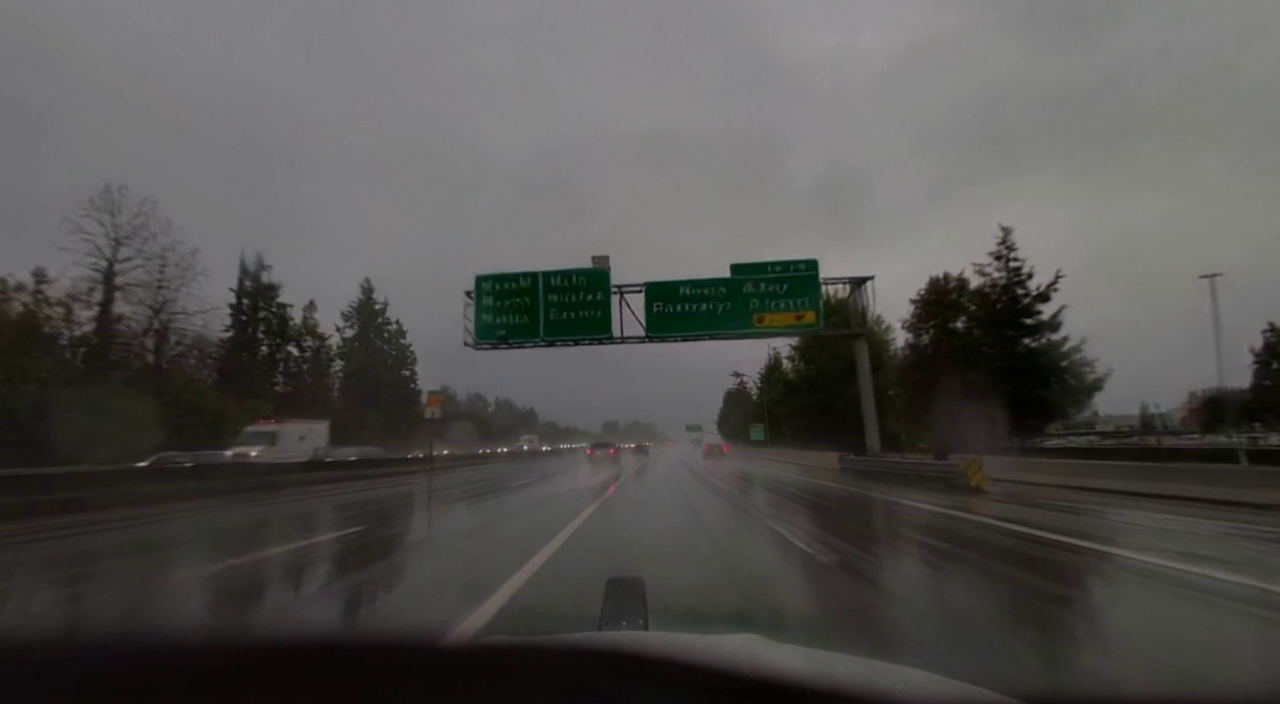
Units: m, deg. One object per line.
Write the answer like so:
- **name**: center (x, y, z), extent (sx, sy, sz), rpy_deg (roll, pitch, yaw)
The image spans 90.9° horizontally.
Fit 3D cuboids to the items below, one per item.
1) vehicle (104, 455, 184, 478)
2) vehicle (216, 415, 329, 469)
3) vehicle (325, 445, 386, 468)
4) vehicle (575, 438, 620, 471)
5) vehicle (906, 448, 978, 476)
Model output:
- **vehicle**: center (-34.385, 7.904, 43.909), extent (1.772, 1.426, 4.570), rpy_deg (0, -8, 1)
- **vehicle**: center (-23.065, 5.726, 40.094), extent (2.786, 3.101, 6.737), rpy_deg (-1, -8, 3)
- **vehicle**: center (-18.927, 6.947, 42.126), extent (1.949, 1.447, 4.275), rpy_deg (-1, -8, 2)
- **vehicle**: center (-2.330, 5.796, 35.766), extent (2.196, 1.733, 4.355), rpy_deg (0, -8, 1)
- **vehicle**: center (17.626, 6.394, 37.088), extent (1.818, 1.497, 4.469), rpy_deg (0, -8, -3)
